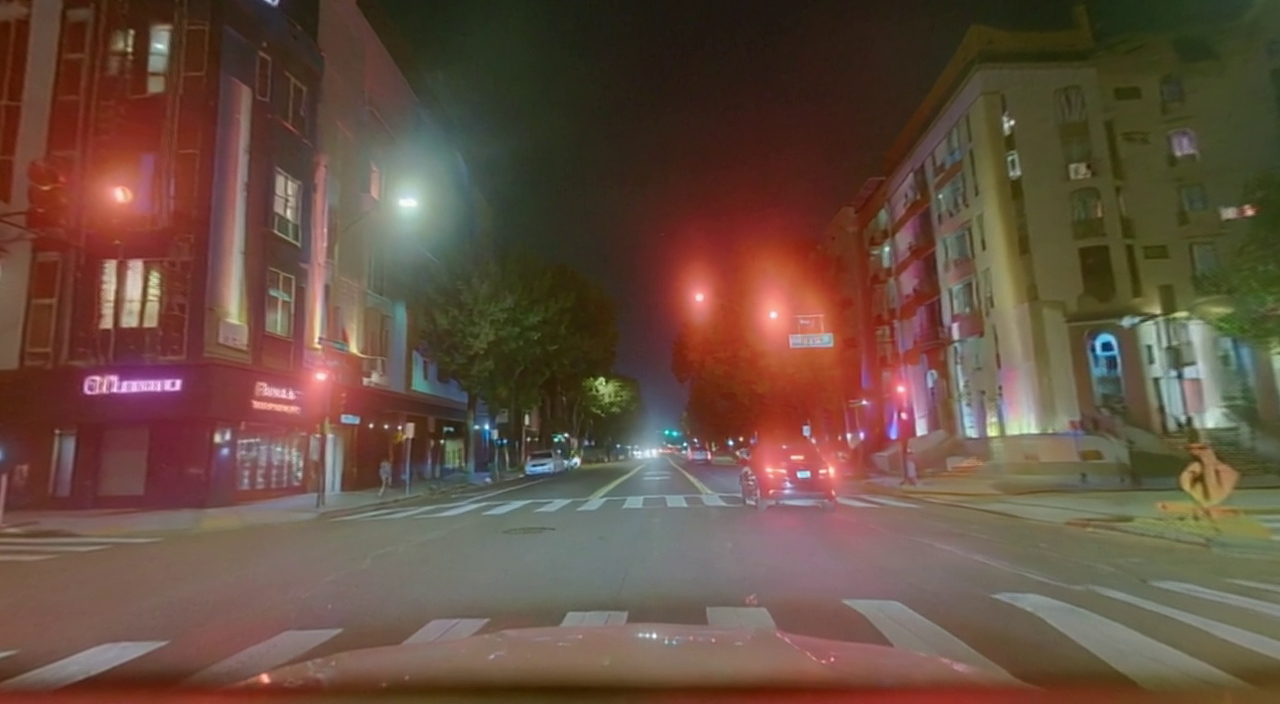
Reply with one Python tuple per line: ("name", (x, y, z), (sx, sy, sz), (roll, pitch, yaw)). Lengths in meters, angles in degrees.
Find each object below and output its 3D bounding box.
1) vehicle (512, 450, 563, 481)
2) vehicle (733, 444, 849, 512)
("vehicle", (-5.733, 6.390, 35.699), (2.127, 1.533, 4.547), (-1, -8, 0))
("vehicle", (3.623, 3.077, 15.952), (2.014, 1.474, 4.090), (0, -8, 1))
